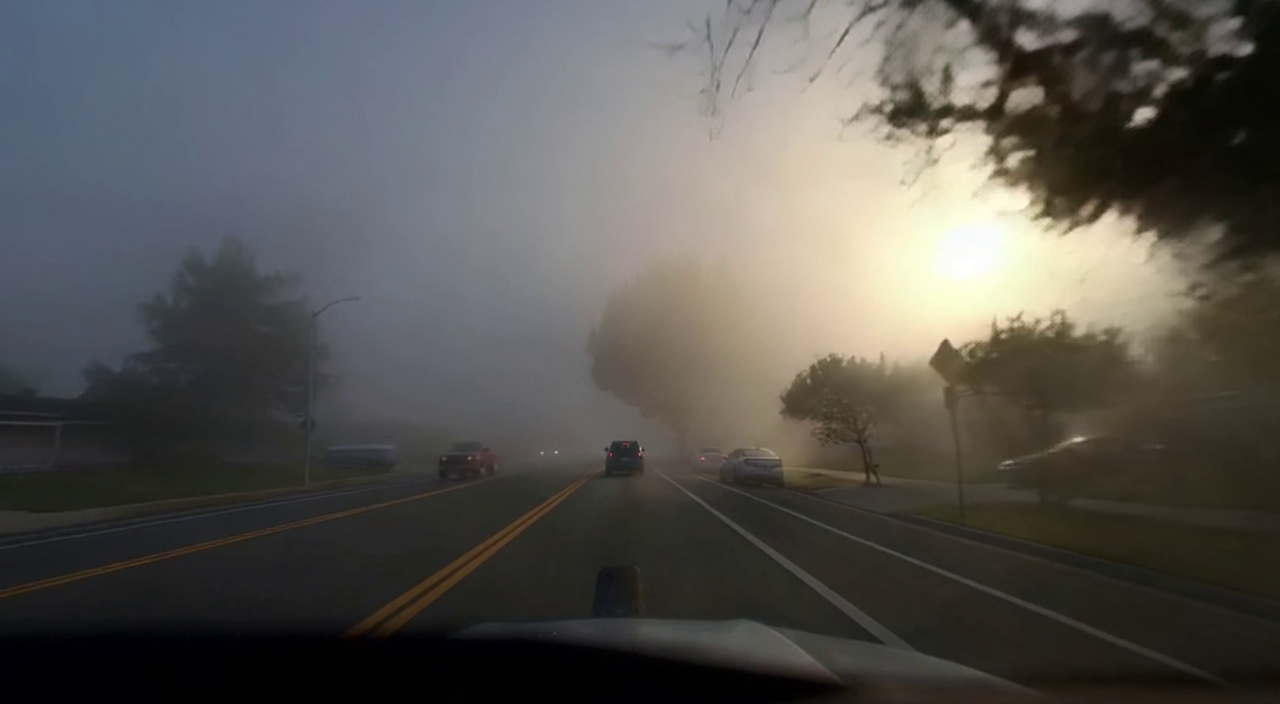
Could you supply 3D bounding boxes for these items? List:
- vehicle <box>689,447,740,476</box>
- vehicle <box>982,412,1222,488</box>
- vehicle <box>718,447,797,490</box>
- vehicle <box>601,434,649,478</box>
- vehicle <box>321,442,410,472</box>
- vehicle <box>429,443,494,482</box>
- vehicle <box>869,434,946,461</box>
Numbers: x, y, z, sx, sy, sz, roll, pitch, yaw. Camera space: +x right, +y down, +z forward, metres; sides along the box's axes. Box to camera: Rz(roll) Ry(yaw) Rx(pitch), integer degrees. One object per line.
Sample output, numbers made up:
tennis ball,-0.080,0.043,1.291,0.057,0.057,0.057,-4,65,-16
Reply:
vehicle,4.057,6.053,35.242,2.001,1.480,5.022,1,-9,-2
vehicle,12.385,2.660,17.230,4.870,1.926,2.094,0,-9,-1
vehicle,4.379,4.433,24.375,1.963,1.469,4.709,1,-9,-2
vehicle,-0.686,5.047,30.930,2.153,1.942,4.767,0,-9,-1
vehicle,-20.144,7.688,46.513,5.551,1.870,2.183,-2,-8,-3
vehicle,-8.481,5.263,30.466,1.945,1.712,4.240,0,-9,-1
vehicle,17.874,6.388,42.318,4.172,1.705,2.032,1,-9,-7
